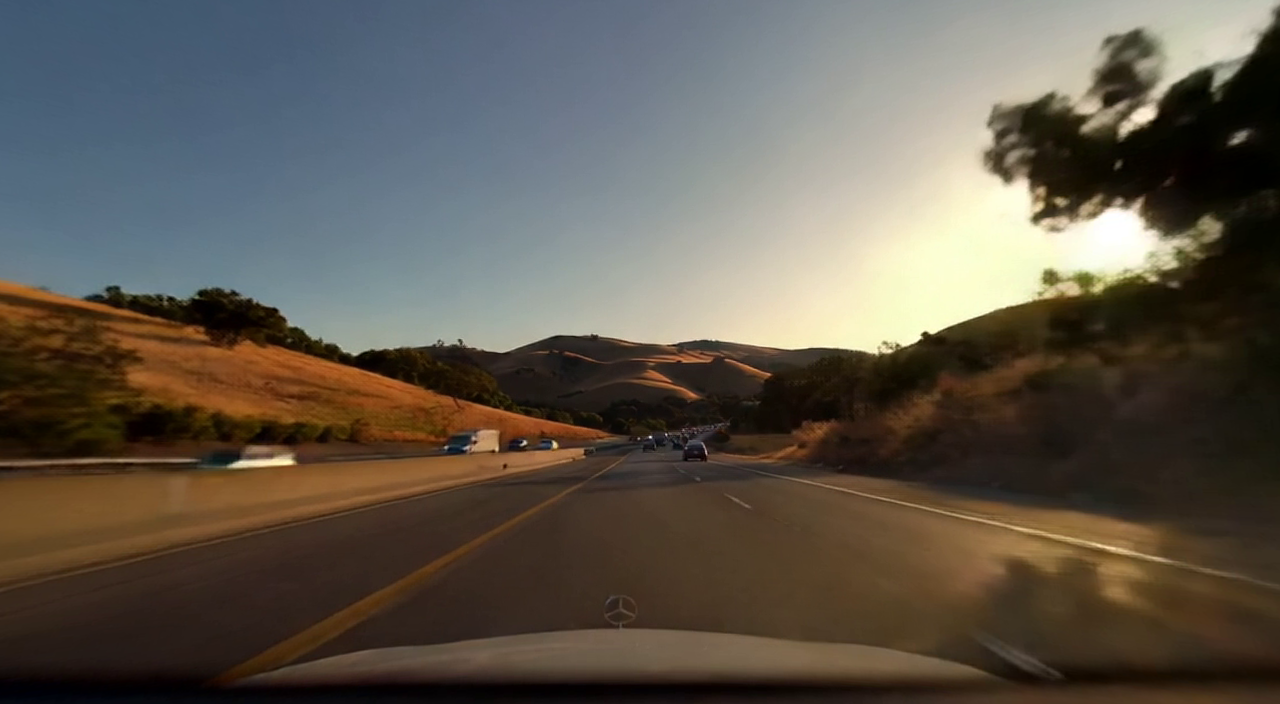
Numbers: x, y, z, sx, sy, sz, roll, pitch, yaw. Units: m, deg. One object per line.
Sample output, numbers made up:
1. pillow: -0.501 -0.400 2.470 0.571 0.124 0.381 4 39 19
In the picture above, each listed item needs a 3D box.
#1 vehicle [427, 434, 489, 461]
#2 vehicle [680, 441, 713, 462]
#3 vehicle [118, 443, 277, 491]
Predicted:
1. vehicle: -13.833 7.332 48.401 2.671 1.976 6.166 -1 -8 3
2. vehicle: 4.121 7.369 46.620 1.943 1.490 4.246 0 -8 -1
3. vehicle: -14.946 3.873 21.683 1.942 1.449 4.688 0 -8 2
